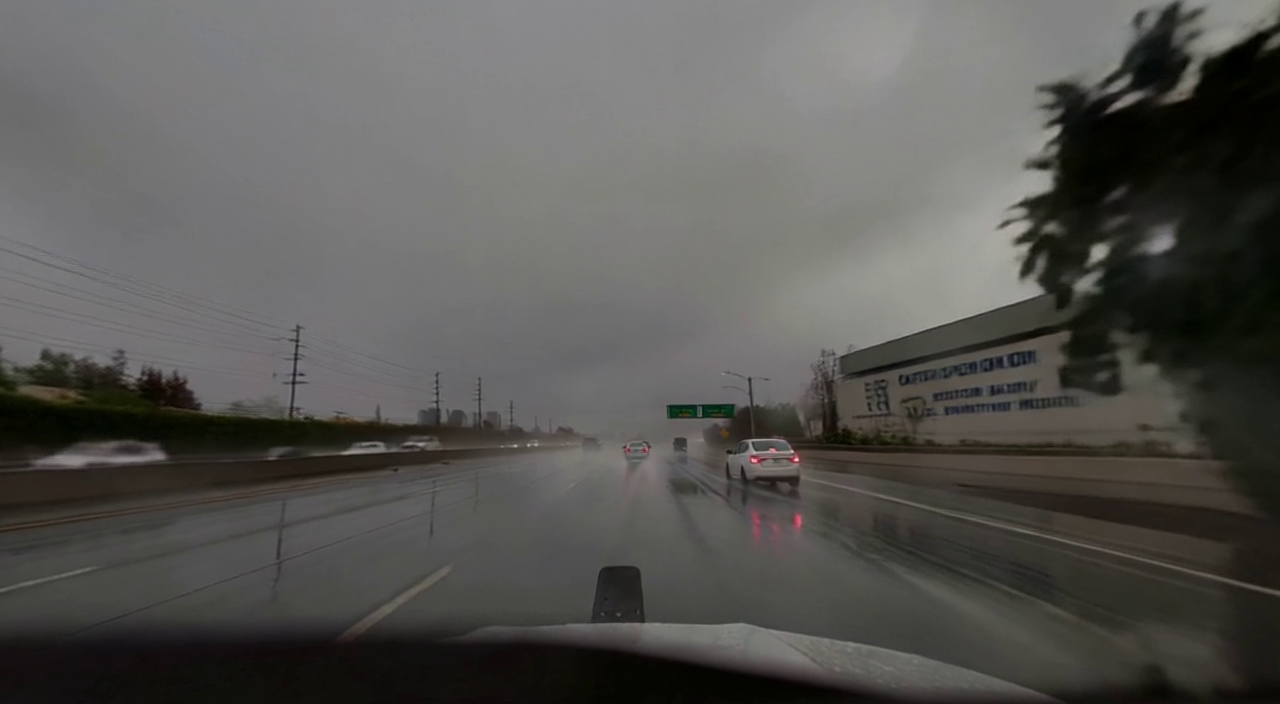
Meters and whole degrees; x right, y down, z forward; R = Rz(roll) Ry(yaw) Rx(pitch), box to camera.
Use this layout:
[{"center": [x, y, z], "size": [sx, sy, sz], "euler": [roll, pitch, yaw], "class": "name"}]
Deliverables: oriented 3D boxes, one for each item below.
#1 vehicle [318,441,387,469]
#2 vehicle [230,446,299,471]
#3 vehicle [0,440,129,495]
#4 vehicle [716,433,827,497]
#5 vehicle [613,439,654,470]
[{"center": [-17.113, 6.136, 37.684], "size": [1.953, 1.515, 4.452], "euler": [0, -8, 1], "class": "vehicle"}, {"center": [-24.128, 6.842, 40.623], "size": [1.737, 1.526, 4.417], "euler": [0, -9, 0], "class": "vehicle"}, {"center": [-19.854, 3.709, 20.642], "size": [2.306, 1.598, 4.570], "euler": [0, -8, 0], "class": "vehicle"}, {"center": [3.489, 3.082, 17.654], "size": [1.995, 1.533, 4.463], "euler": [0, -8, -2], "class": "vehicle"}, {"center": [-0.381, 5.356, 33.061], "size": [2.019, 1.472, 3.971], "euler": [0, -8, -1], "class": "vehicle"}]
